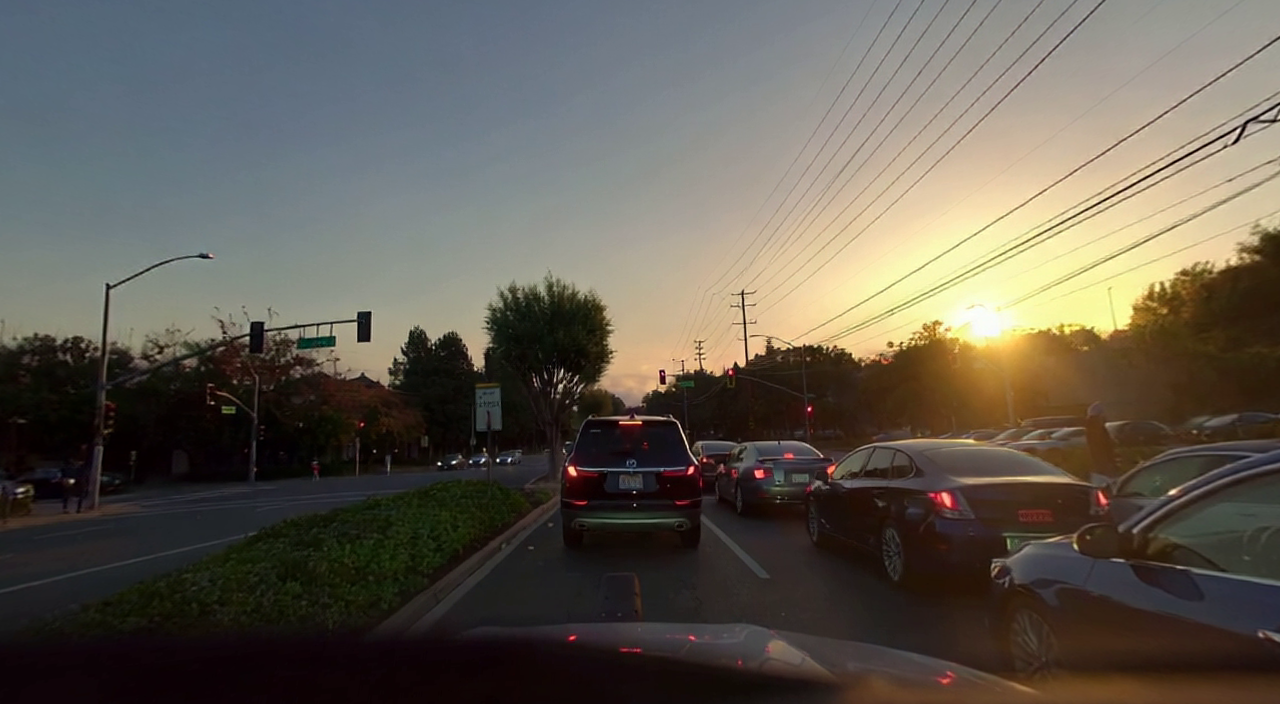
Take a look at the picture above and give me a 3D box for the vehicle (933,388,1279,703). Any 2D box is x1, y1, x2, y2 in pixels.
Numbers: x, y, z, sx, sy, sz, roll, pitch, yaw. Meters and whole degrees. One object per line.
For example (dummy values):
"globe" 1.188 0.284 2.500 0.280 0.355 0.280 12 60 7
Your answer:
"vehicle" 2.731 0.796 1.479 2.004 1.460 4.297 0 -9 0

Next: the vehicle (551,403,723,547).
"vehicle" -0.117 1.971 10.764 2.236 1.856 4.816 0 -9 -2

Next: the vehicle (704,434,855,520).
"vehicle" 2.671 2.510 13.283 2.025 1.477 4.333 0 -8 -2

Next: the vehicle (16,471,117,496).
"vehicle" -38.331 8.776 42.324 4.569 1.505 1.992 0 -9 -5
